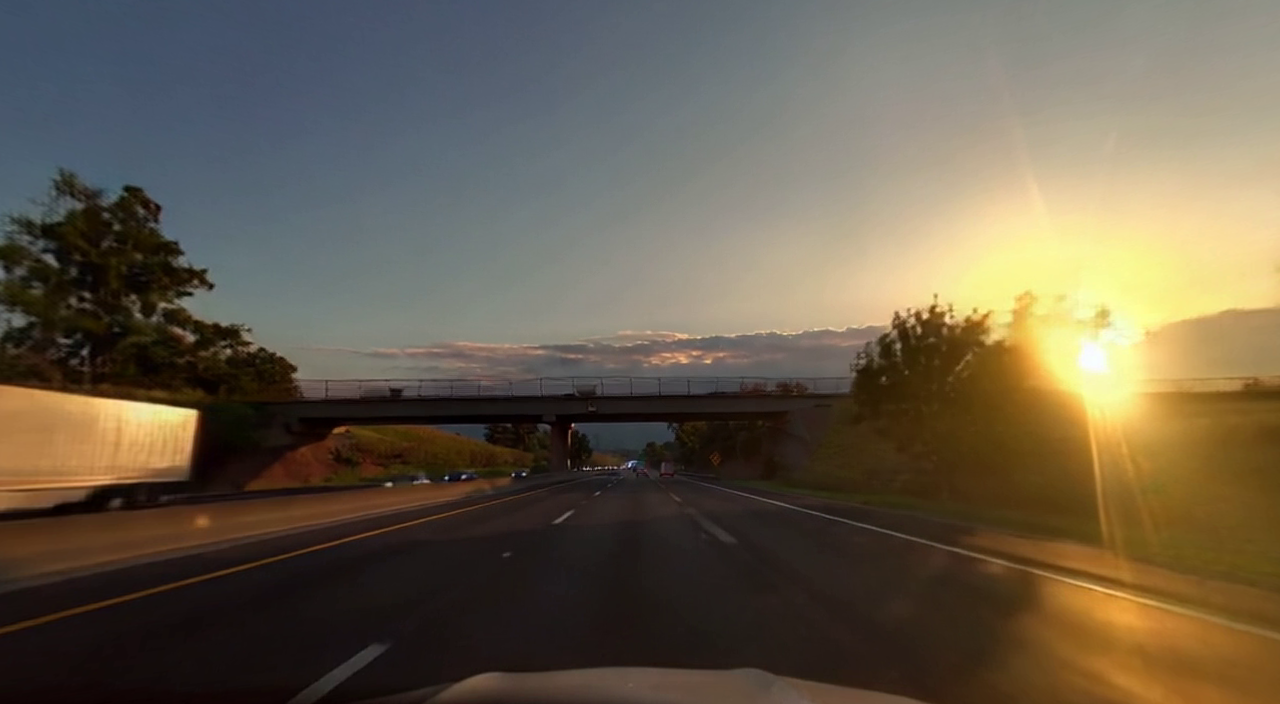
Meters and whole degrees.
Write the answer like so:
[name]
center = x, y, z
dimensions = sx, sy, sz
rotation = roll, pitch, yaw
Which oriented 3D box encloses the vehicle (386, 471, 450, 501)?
[vehicle]
center = -12.186, 7.366, 34.858
dimensions = 1.847, 1.464, 4.491
rotation = 1, -10, 1
